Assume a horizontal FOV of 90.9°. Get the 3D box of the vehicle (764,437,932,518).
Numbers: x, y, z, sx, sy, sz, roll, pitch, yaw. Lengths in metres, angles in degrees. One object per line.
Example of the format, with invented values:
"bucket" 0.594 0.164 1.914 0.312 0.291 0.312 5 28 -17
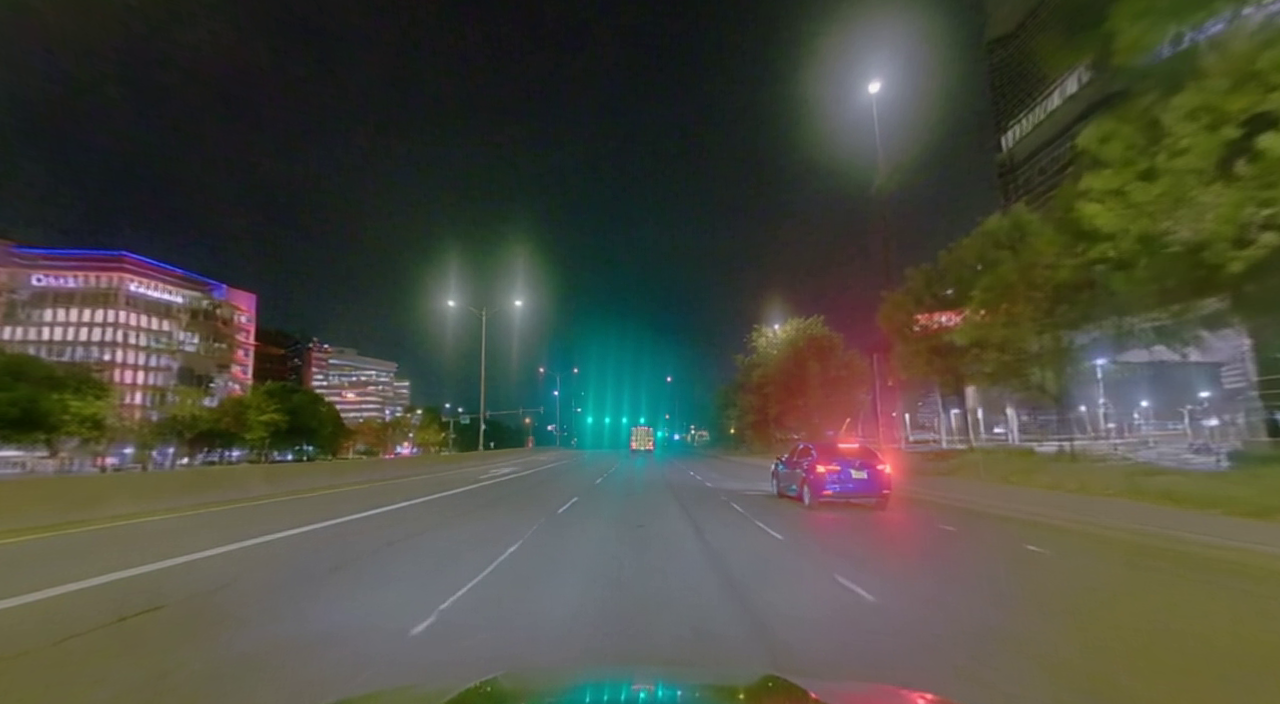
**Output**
"vehicle" 4.246 2.628 13.831 2.005 1.442 4.675 0 -8 -1
